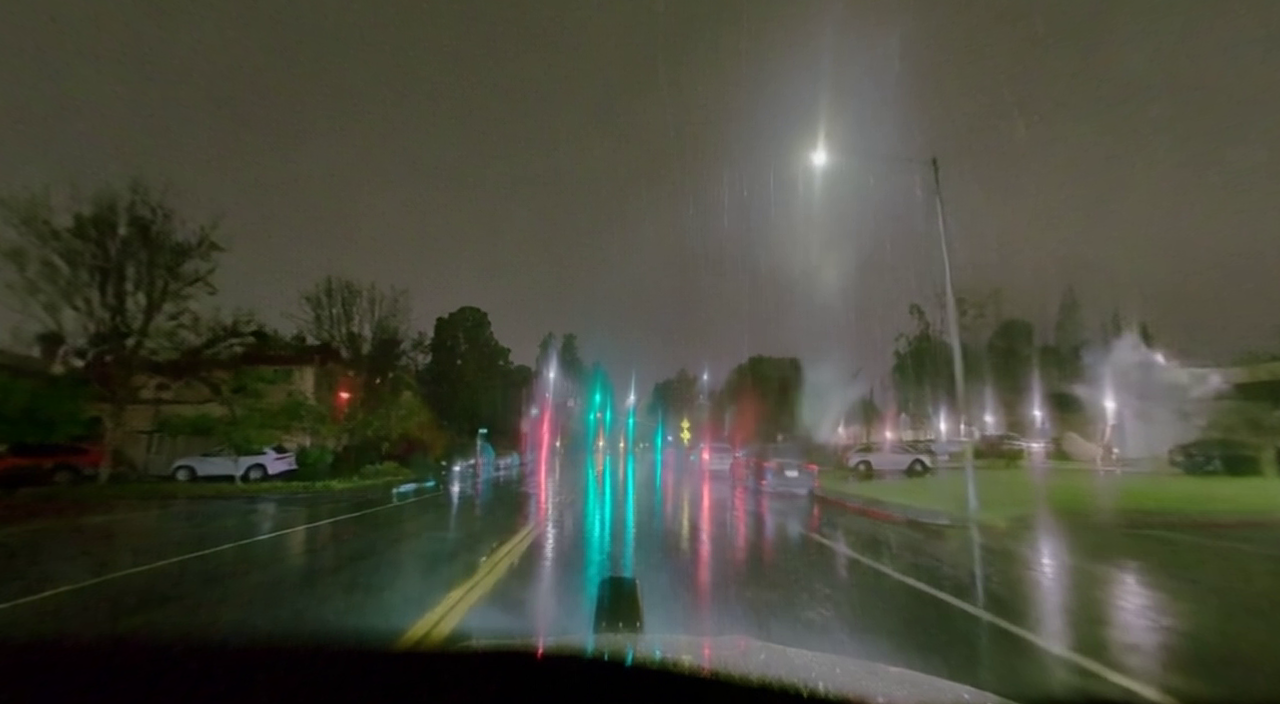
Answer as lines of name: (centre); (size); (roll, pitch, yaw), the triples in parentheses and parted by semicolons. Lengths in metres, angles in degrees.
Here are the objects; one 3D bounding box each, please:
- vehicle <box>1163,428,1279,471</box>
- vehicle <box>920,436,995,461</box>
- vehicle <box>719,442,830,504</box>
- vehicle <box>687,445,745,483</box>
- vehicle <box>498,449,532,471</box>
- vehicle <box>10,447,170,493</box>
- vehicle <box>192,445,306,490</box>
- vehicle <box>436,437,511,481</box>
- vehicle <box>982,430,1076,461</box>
vehicle: (24.844, 4.028, 26.252); (4.213, 1.644, 2.105); (-1, -9, 0)
vehicle: (24.273, 7.423, 48.423); (4.599, 1.759, 2.060); (-1, -9, -1)
vehicle: (3.705, 3.403, 18.267); (1.955, 1.536, 4.395); (1, -9, -4)
vehicle: (3.220, 4.822, 27.566); (1.809, 1.513, 4.264); (0, -9, -3)
vehicle: (-8.760, 7.591, 44.608); (1.860, 1.476, 4.594); (1, -9, -5)
vehicle: (-20.597, 4.398, 23.995); (1.959, 1.485, 4.666); (-2, -9, -1)
vehicle: (-14.810, 4.370, 24.235); (1.848, 1.562, 3.827); (0, -9, 1)
vehicle: (-8.316, 5.404, 32.178); (2.420, 2.004, 5.615); (0, -9, -2)
vehicle: (24.380, 5.894, 39.733); (4.476, 1.795, 2.055); (-1, -9, -2)
